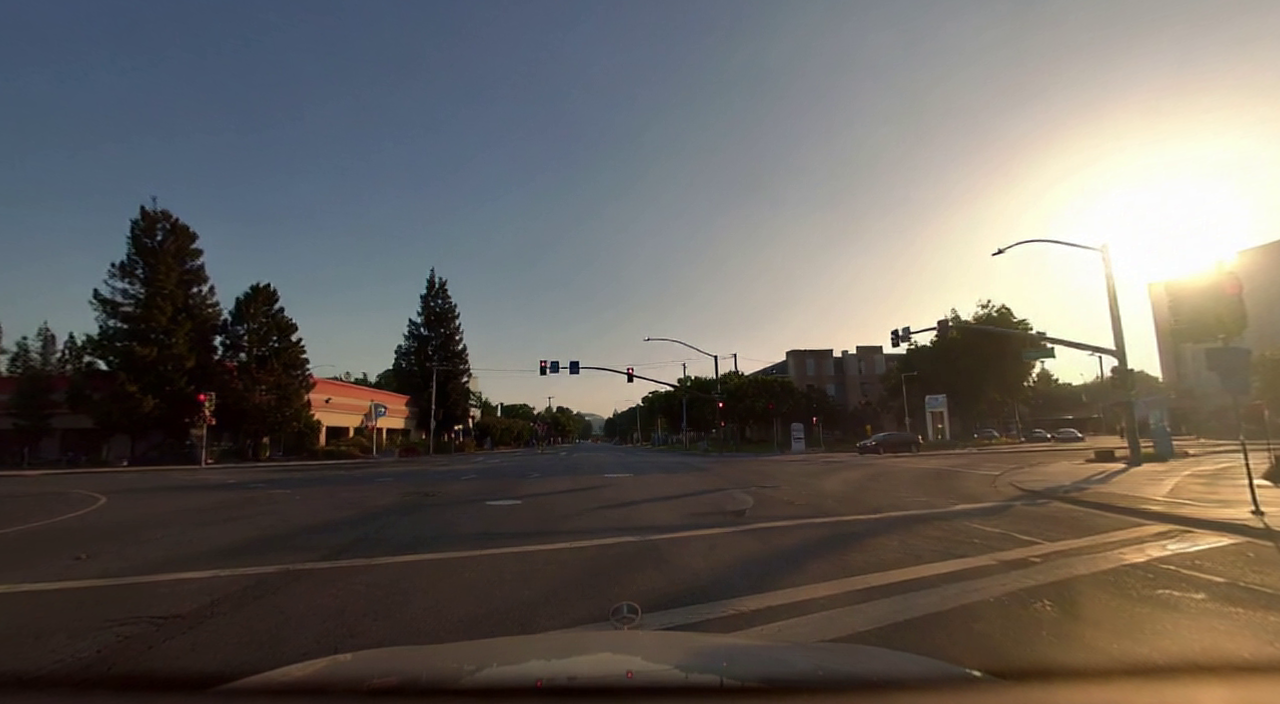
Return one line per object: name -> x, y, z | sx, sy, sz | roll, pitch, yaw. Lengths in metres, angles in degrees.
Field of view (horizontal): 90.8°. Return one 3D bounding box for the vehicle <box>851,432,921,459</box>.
vehicle -> 17.611, 6.701, 45.254 | 4.600, 1.783, 1.970 | 4, -10, -26
